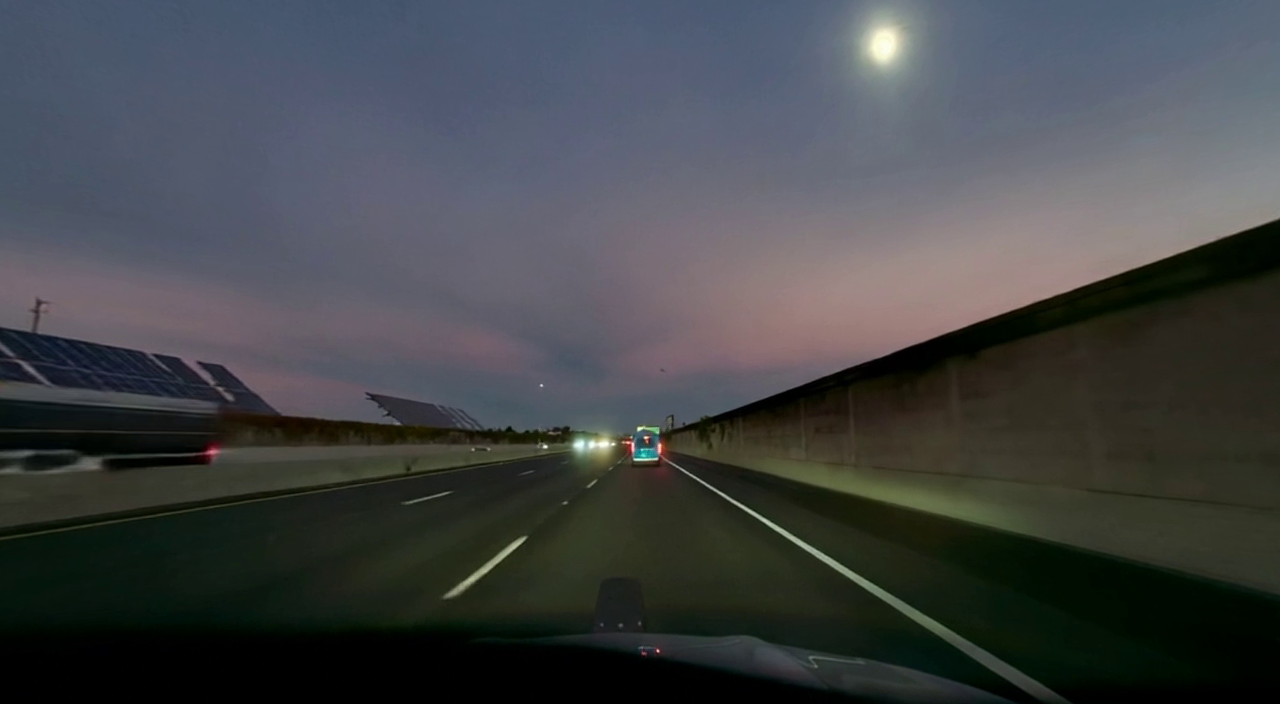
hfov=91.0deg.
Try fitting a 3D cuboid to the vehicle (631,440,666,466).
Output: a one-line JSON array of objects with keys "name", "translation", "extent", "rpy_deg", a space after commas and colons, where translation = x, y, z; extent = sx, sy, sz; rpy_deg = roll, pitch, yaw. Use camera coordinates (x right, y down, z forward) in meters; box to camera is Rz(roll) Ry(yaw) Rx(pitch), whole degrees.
[{"name": "vehicle", "translation": [0.485, 6.017, 37.566], "extent": [1.997, 1.484, 3.409], "rpy_deg": [0, -8, 0]}]
